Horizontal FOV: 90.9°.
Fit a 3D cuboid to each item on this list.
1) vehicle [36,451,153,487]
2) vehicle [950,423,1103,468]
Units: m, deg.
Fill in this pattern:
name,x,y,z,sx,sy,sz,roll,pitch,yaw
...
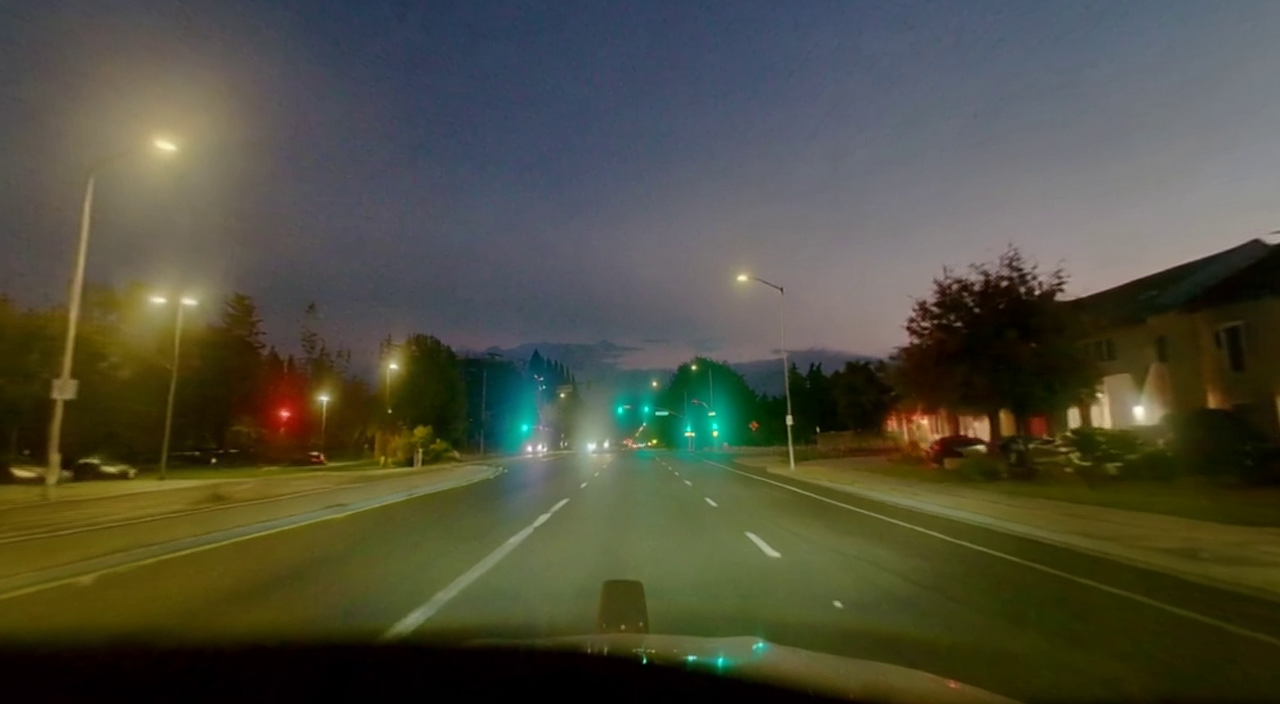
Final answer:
name,x,y,z,sx,sy,sz,roll,pitch,yaw
vehicle,-22.816,4.892,26.453,3.309,1.386,1.573,1,-9,-5
vehicle,15.117,3.693,24.873,4.625,1.467,1.991,-3,-8,2
